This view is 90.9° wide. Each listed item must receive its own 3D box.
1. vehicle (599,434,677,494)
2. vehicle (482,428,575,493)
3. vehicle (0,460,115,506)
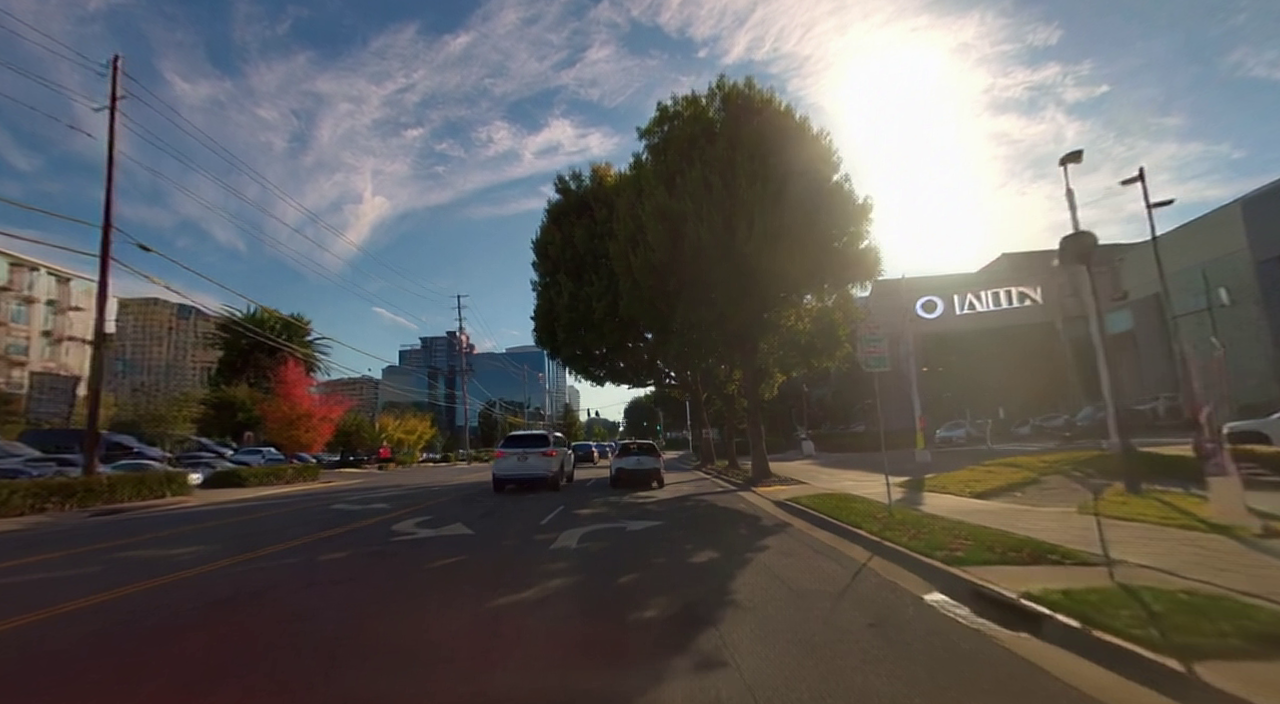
[{"bbox_3d":[-0.056,3.358,19.248,2.108,1.612,4.246,0,-8,0],"label":"vehicle"},{"bbox_3d":[-3.498,3.524,20.950,2.064,1.859,5.154,0,-8,1],"label":"vehicle"},{"bbox_3d":[-23.328,4.990,24.359,1.862,1.468,4.708,0,-8,3],"label":"vehicle"}]
